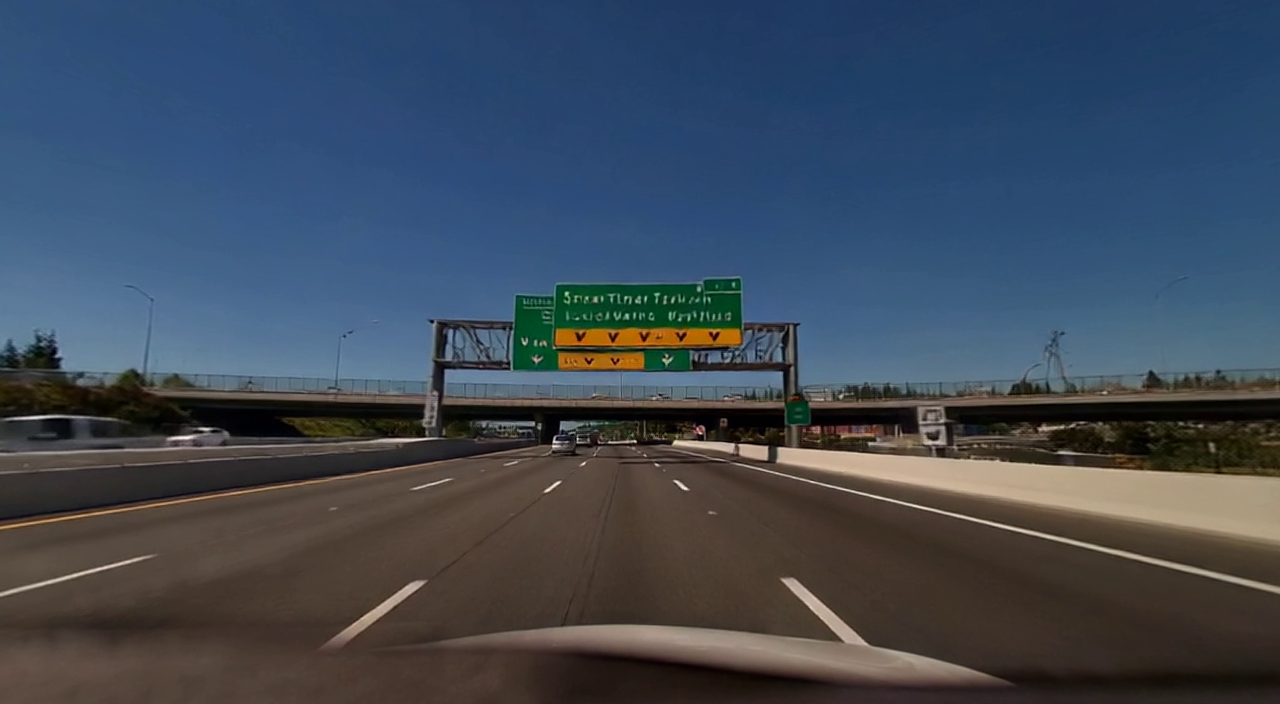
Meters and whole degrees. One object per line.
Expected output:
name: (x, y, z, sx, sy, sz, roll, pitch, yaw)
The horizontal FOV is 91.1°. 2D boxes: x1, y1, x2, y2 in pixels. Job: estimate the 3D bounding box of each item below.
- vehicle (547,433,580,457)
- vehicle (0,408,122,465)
vehicle: (-5.253, 6.431, 43.429, 1.878, 1.548, 3.966, 0, -8, -1)
vehicle: (-19.972, 2.817, 20.798, 1.916, 1.687, 4.367, 0, -8, -1)
